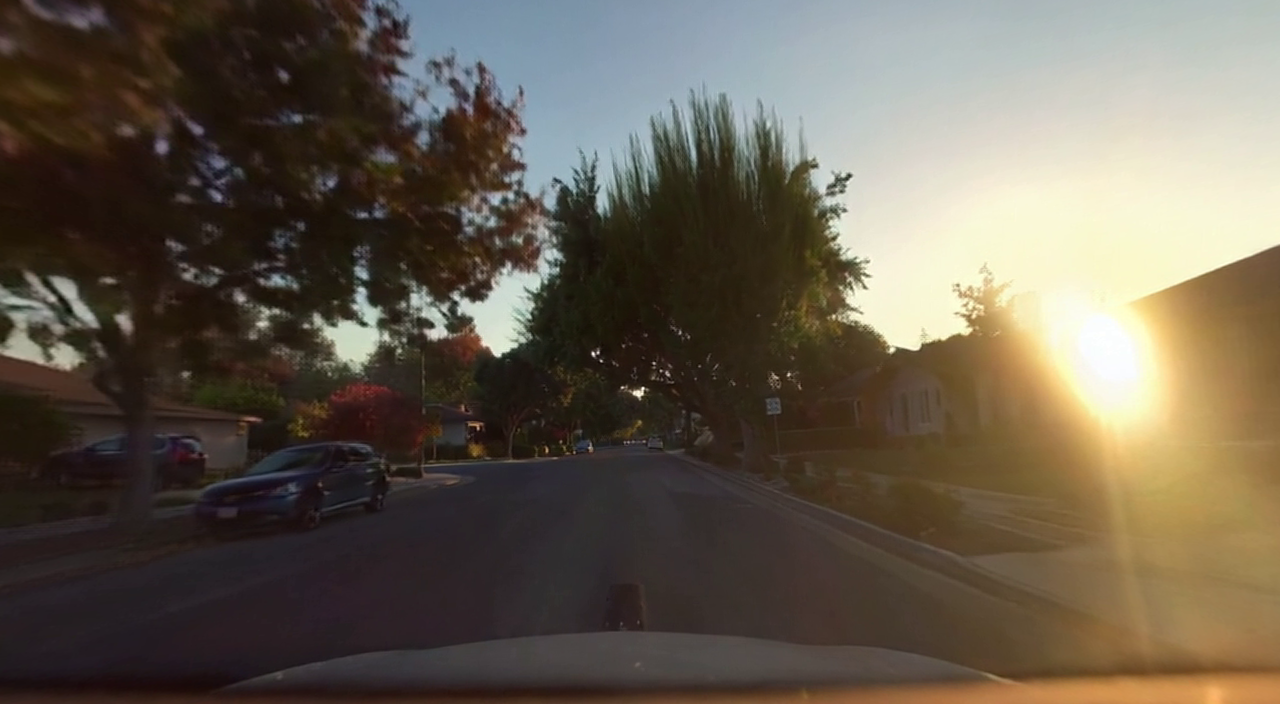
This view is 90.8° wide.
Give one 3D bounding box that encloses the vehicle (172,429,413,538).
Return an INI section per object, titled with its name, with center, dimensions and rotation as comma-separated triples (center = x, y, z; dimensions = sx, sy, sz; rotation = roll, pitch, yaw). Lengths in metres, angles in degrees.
[vehicle]
center = -6.552, 2.515, 12.834
dimensions = 2.078, 1.745, 5.119
rotation = 0, -9, -1
